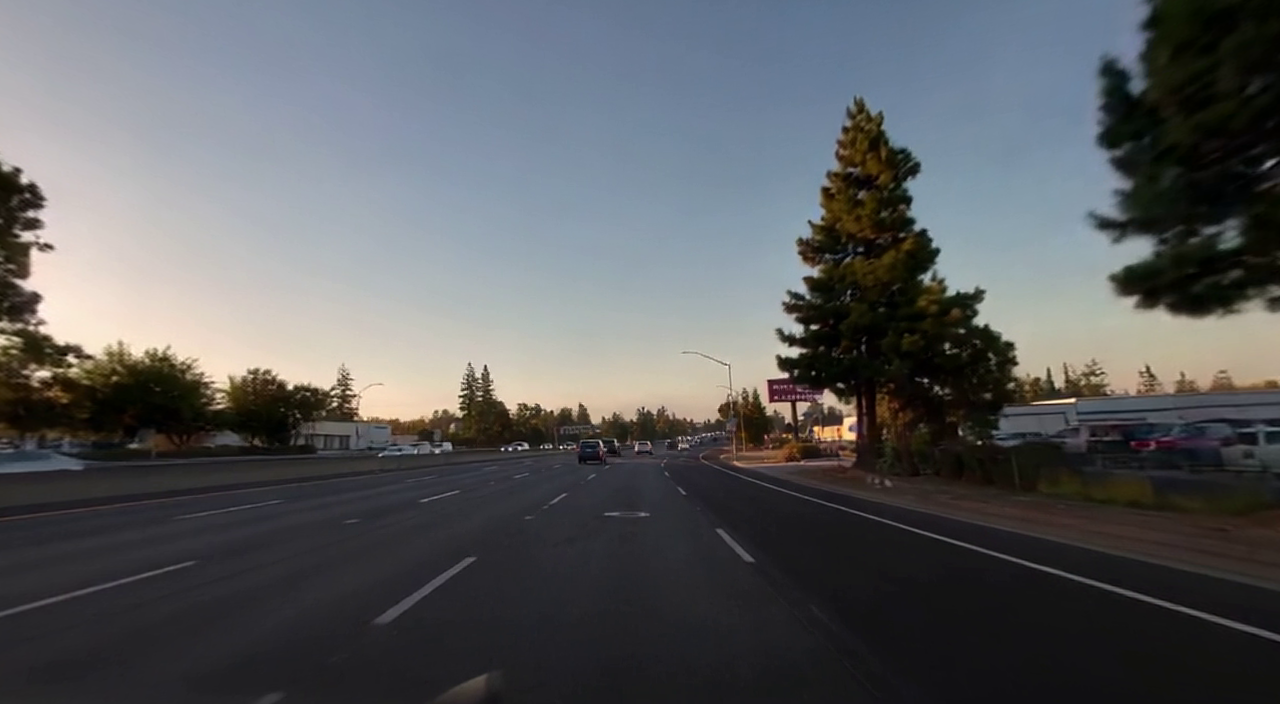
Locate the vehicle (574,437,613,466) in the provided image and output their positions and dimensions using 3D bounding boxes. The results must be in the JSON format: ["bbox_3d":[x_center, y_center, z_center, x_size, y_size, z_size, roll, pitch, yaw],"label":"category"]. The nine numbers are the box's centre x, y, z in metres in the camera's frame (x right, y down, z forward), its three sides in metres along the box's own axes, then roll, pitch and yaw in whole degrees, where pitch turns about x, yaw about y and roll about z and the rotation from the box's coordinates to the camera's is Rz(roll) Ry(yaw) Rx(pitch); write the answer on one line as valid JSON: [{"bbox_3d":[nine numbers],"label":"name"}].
[{"bbox_3d":[-3.049,6.693,42.590,2.139,1.782,4.079,0,-9,3],"label":"vehicle"}]

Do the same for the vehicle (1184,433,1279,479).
[{"bbox_3d":[21.439,3.496,21.193,4.503,1.448,1.819,-8,-13,34],"label":"vehicle"}]
